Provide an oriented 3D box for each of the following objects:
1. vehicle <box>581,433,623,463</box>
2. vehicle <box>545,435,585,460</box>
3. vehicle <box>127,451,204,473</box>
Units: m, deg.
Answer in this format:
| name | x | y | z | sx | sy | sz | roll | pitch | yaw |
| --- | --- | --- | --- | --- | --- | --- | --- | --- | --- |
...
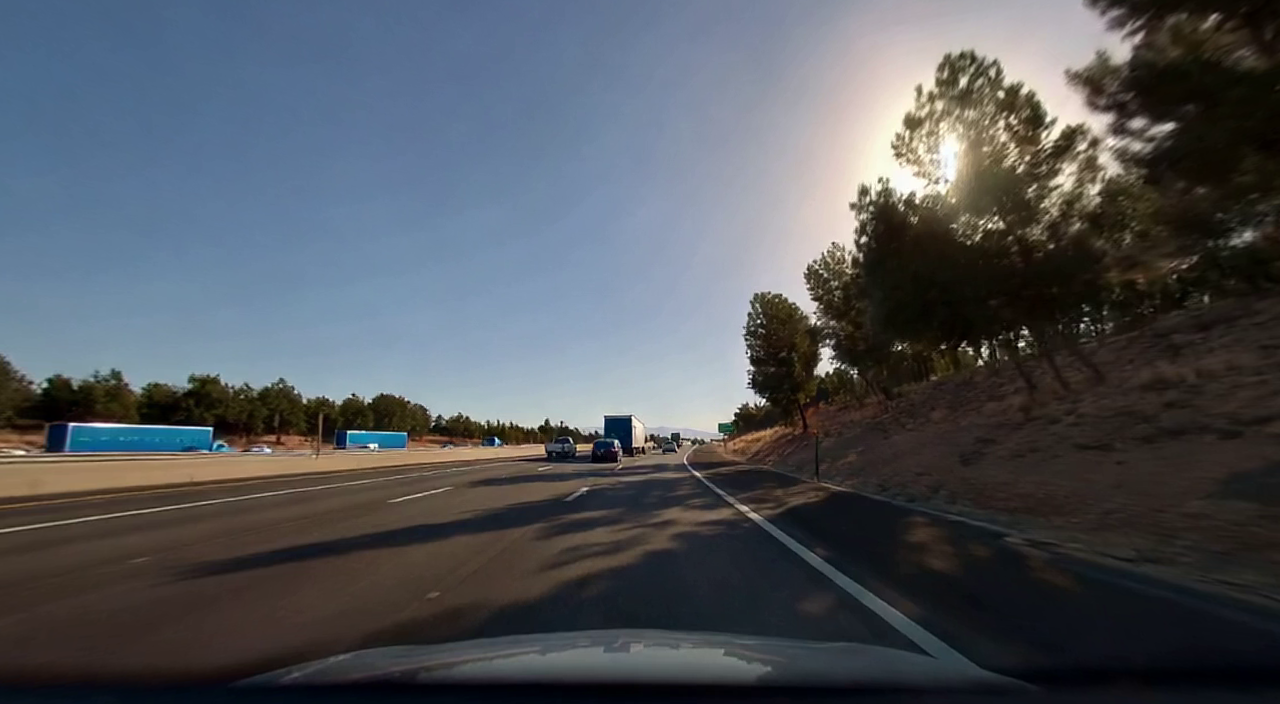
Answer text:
| name | x | y | z | sx | sy | sz | roll | pitch | yaw |
| --- | --- | --- | --- | --- | --- | --- | --- | --- | --- |
| vehicle | -2.308 | 5.972 | 39.174 | 2.194 | 1.766 | 3.720 | 0 | -8 | 3 |
| vehicle | -5.573 | 7.182 | 47.196 | 2.078 | 1.729 | 4.722 | 0 | -9 | 4 |
| vehicle | -37.036 | 8.583 | 49.152 | 1.802 | 1.516 | 5.182 | 0 | -9 | 3 |
